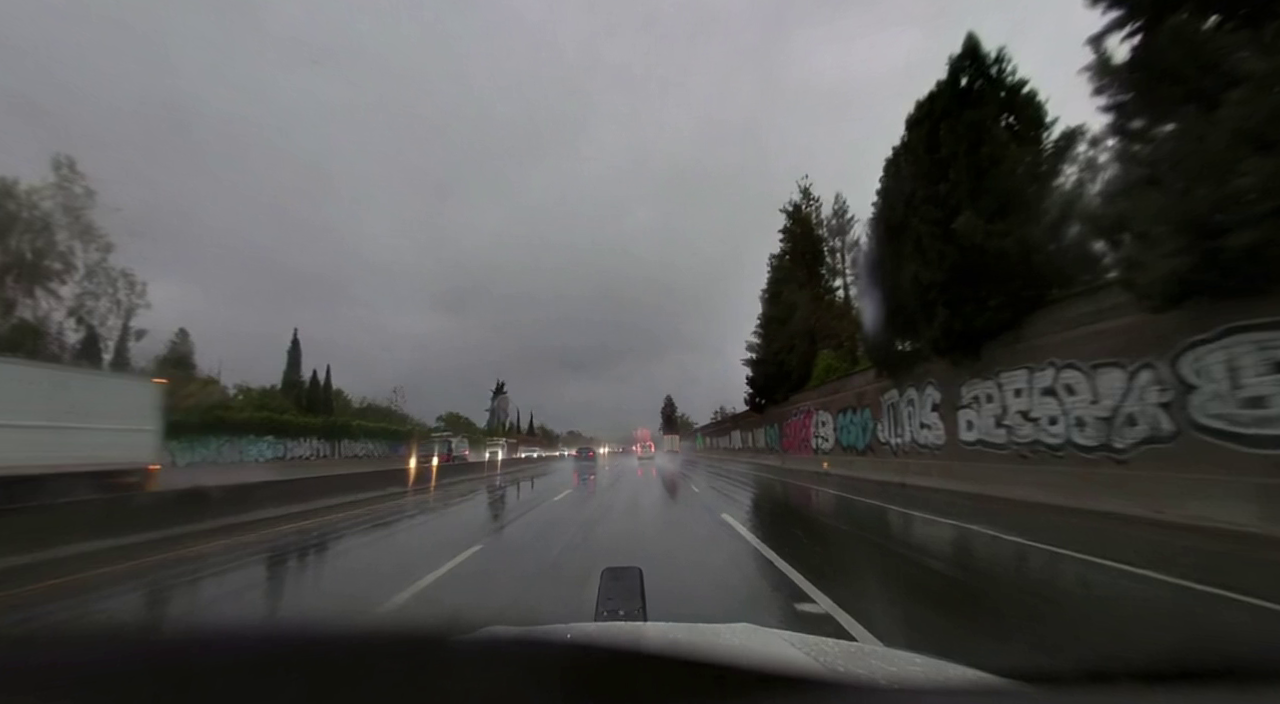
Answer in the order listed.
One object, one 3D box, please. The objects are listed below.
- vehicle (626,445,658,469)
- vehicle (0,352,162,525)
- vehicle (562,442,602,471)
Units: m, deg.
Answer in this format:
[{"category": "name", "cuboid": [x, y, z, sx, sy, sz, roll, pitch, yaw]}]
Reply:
[{"category": "vehicle", "cuboid": [0.096, 6.941, 41.739, 2.009, 1.506, 4.091, 0, -9, 0]}, {"category": "vehicle", "cuboid": [-16.605, 1.659, 12.411, 3.275, 3.983, 14.098, 0, -9, 0]}, {"category": "vehicle", "cuboid": [-3.624, 6.634, 40.072, 2.095, 1.671, 4.193, 0, -9, 1]}]
